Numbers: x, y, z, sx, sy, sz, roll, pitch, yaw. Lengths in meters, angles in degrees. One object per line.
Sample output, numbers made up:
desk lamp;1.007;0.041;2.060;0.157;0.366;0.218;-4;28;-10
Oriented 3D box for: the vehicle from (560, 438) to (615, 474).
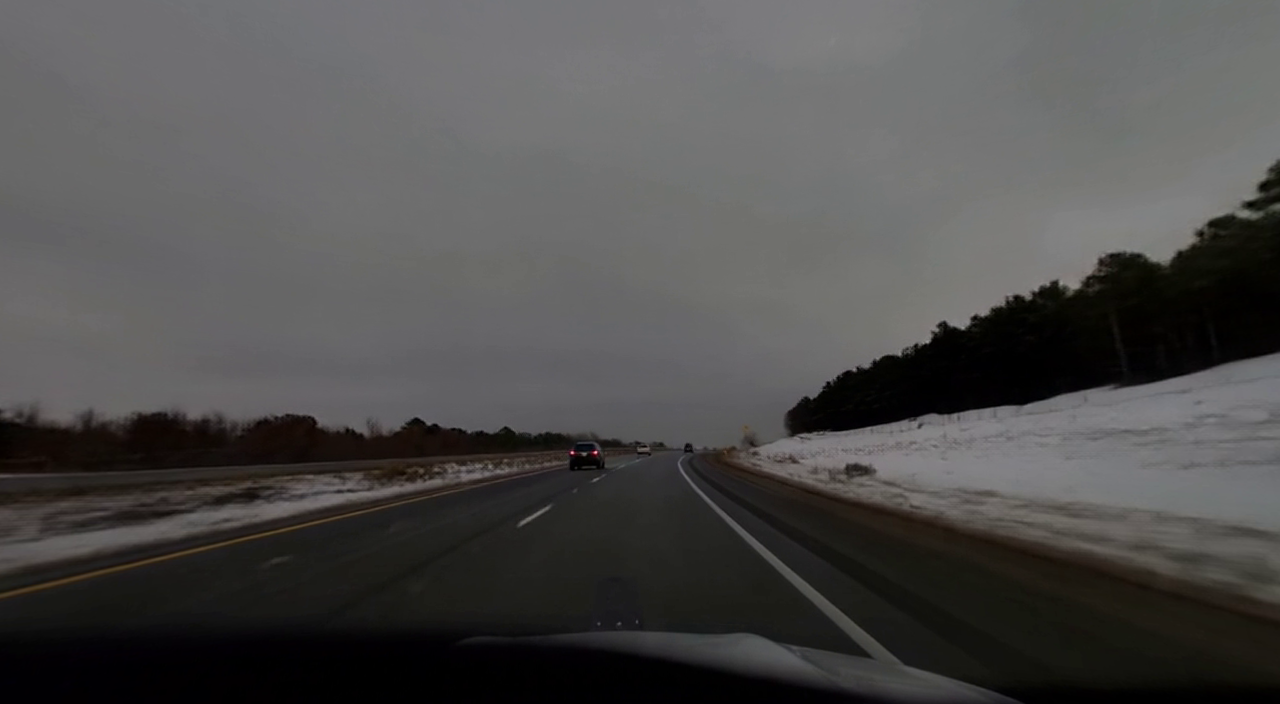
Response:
vehicle;-2.696;5.483;33.368;2.252;1.743;4.560;-1;-9;3
